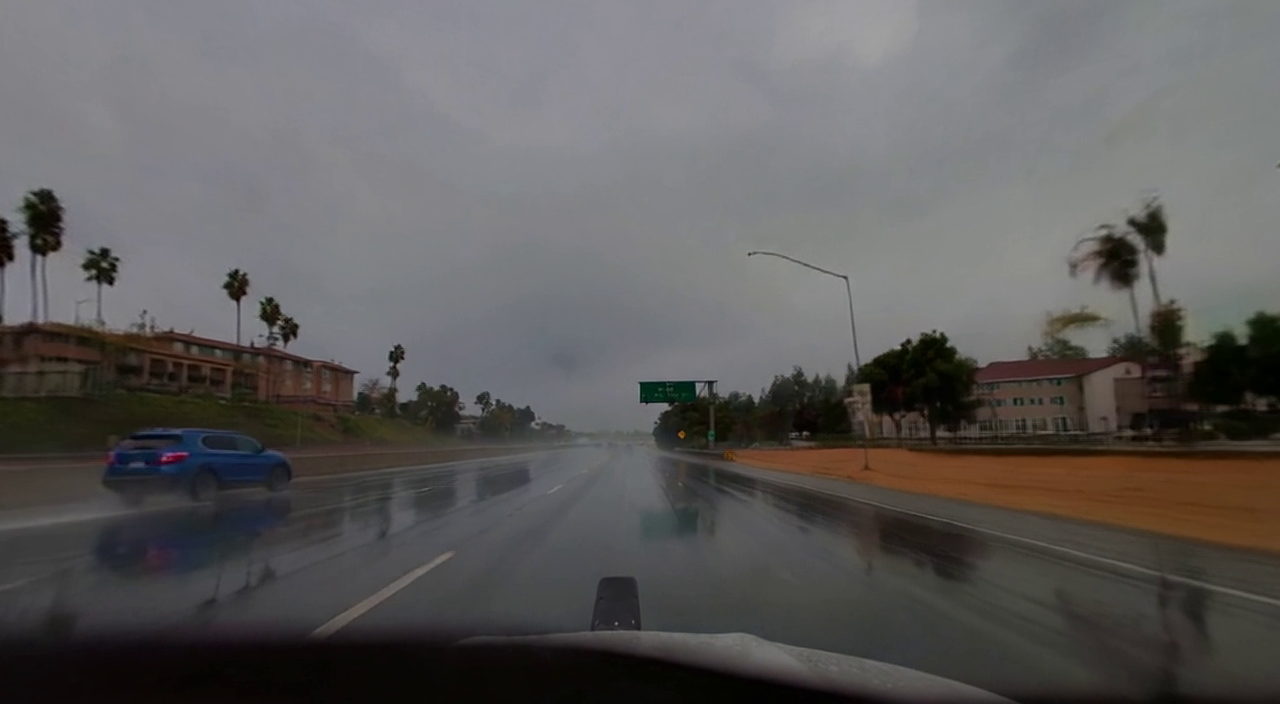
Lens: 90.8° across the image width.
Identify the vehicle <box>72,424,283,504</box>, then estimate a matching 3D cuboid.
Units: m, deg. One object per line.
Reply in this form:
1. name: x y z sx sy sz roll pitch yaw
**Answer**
1. vehicle: -11.571 2.819 16.335 2.016 1.754 4.543 0 -8 0
